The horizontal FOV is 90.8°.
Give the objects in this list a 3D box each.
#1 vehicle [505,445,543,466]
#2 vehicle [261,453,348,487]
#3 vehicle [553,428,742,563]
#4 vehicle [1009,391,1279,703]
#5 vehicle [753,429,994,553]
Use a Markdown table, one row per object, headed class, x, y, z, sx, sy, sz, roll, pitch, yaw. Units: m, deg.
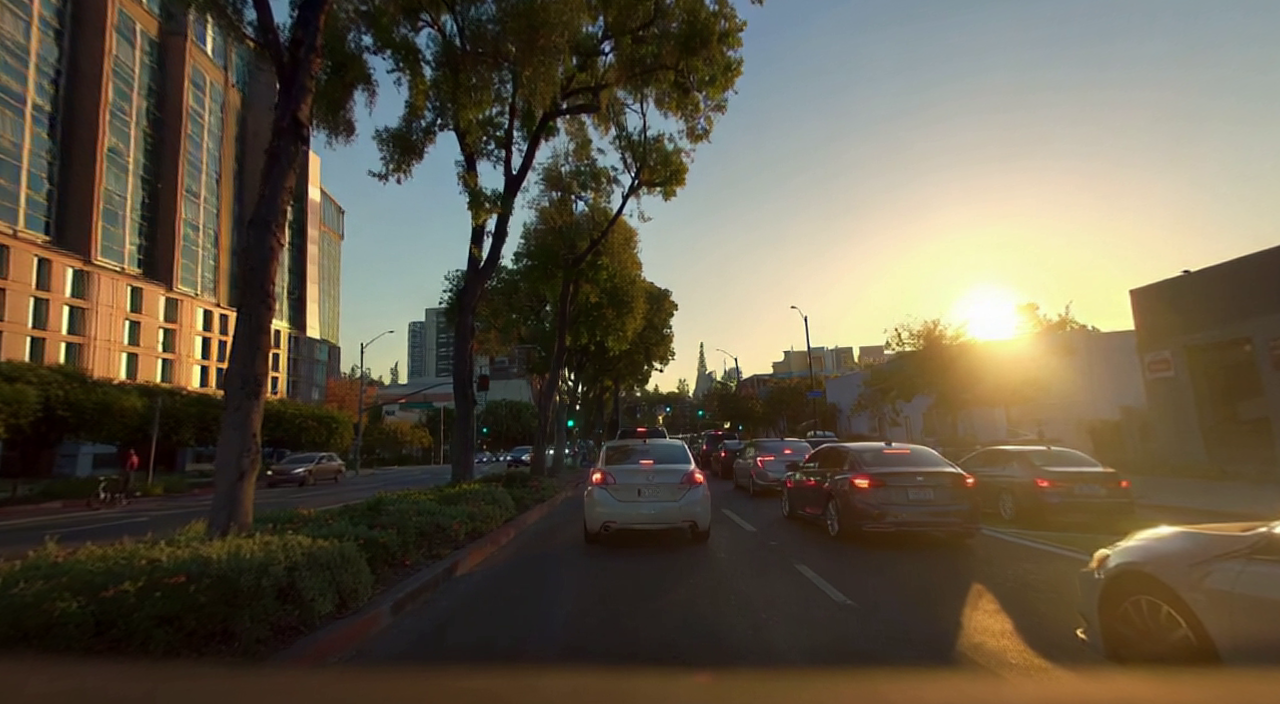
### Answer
| class | x | y | z | sx | sy | sz | roll | pitch | yaw |
| --- | --- | --- | --- | --- | --- | --- | --- | --- | --- |
| vehicle | -9.094 | 8.141 | 49.930 | 2.000 | 1.519 | 4.964 | 0 | -8 | 1 |
| vehicle | -16.238 | 5.726 | 30.879 | 1.848 | 1.447 | 4.501 | 0 | -8 | -1 |
| vehicle | 0.051 | 1.910 | 9.172 | 2.105 | 1.474 | 4.127 | 0 | -8 | -1 |
| vehicle | 3.215 | 0.771 | 1.421 | 1.982 | 1.491 | 4.664 | 0 | -8 | 1 |
| vehicle | 3.246 | 2.021 | 9.968 | 1.995 | 1.483 | 4.533 | 0 | -8 | -1 |
